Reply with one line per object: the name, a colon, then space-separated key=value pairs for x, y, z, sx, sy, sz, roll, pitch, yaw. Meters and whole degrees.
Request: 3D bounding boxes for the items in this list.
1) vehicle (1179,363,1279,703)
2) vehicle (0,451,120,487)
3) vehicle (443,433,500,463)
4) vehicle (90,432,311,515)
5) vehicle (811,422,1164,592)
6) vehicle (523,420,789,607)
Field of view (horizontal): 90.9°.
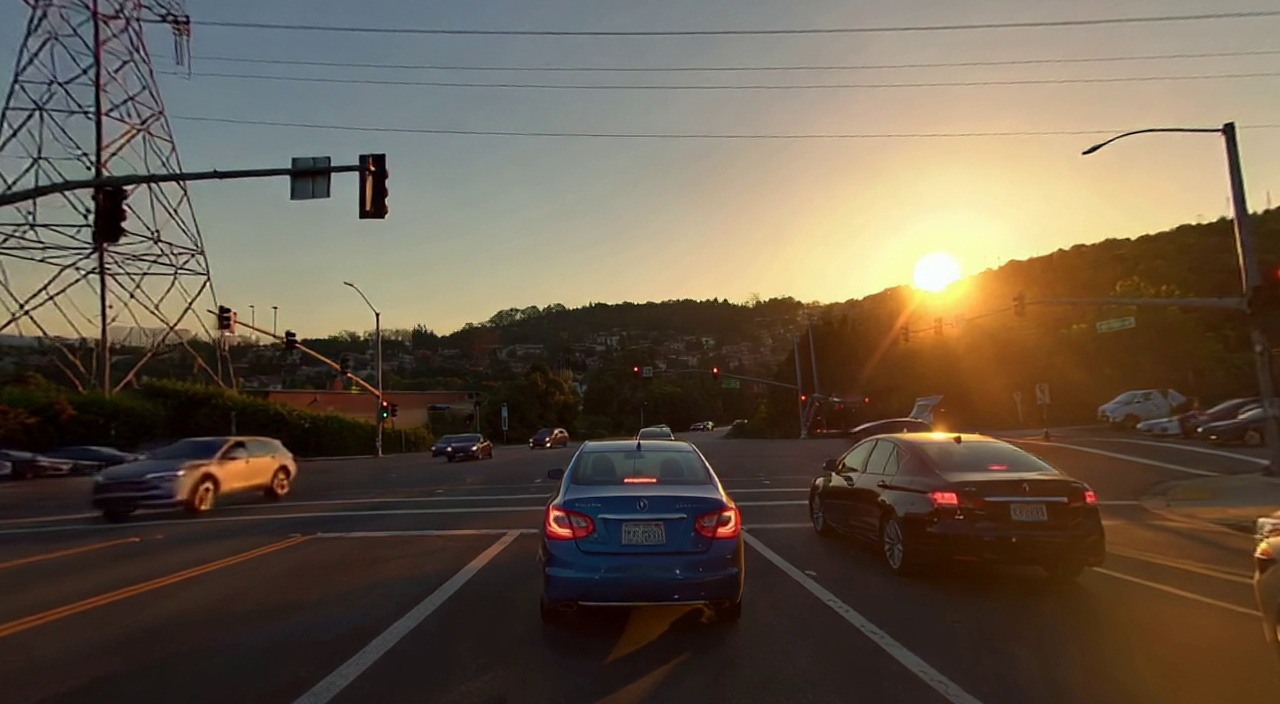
vehicle: x=3.409 y=0.587 z=0.625 sx=1.926 sy=1.614 sz=4.330 roll=0 pitch=-8 yaw=1
vehicle: x=-25.908 y=5.113 z=27.765 sx=4.263 sy=1.464 sz=1.895 roll=0 pitch=-8 yaw=-1
vehicle: x=-9.306 y=5.358 z=35.168 sx=1.910 sy=1.537 sz=4.123 roll=-1 pitch=-8 yaw=3
vehicle: x=-9.782 y=2.714 z=14.582 sx=1.910 sy=1.597 sz=4.334 roll=0 pitch=-8 yaw=1
vehicle: x=3.656 y=1.682 z=7.720 sx=1.835 sy=1.473 sz=4.190 roll=0 pitch=-8 yaw=-2
vehicle: x=0.115 y=1.595 z=7.127 sx=2.117 sy=1.474 sz=4.036 roll=0 pitch=-8 yaw=0
